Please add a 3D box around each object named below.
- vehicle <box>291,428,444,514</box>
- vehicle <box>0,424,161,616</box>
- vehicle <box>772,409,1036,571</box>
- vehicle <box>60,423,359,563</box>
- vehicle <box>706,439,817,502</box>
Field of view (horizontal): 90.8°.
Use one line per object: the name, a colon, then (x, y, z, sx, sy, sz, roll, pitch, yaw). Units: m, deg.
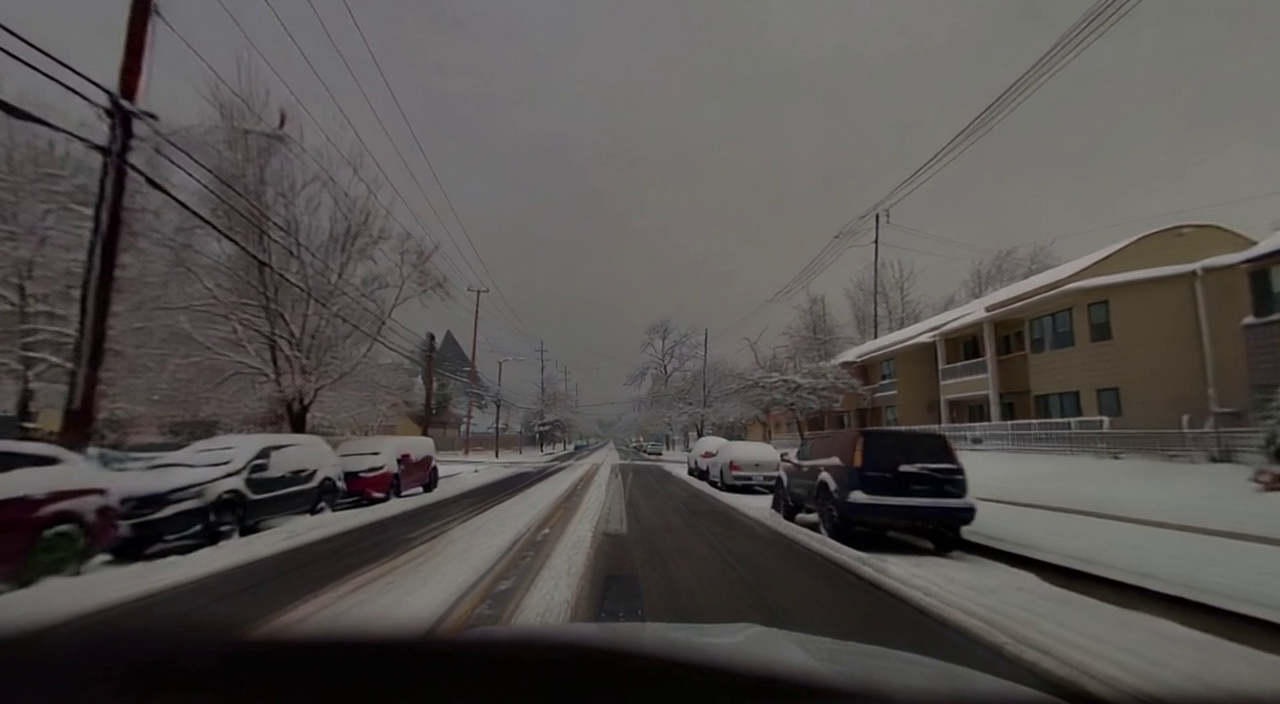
vehicle: (-6.712, 2.927, 16.232, 1.992, 1.853, 4.561, 0, -8, -2)
vehicle: (-6.204, 1.378, 4.835, 1.863, 1.561, 4.380, -2, -8, -3)
vehicle: (3.337, 1.827, 9.063, 1.936, 1.756, 4.127, 0, -9, -1)
vehicle: (-6.504, 2.111, 10.354, 1.988, 1.734, 4.400, -1, -8, -4)
vehicle: (3.264, 3.289, 18.021, 1.895, 1.537, 4.844, 1, -9, -4)
